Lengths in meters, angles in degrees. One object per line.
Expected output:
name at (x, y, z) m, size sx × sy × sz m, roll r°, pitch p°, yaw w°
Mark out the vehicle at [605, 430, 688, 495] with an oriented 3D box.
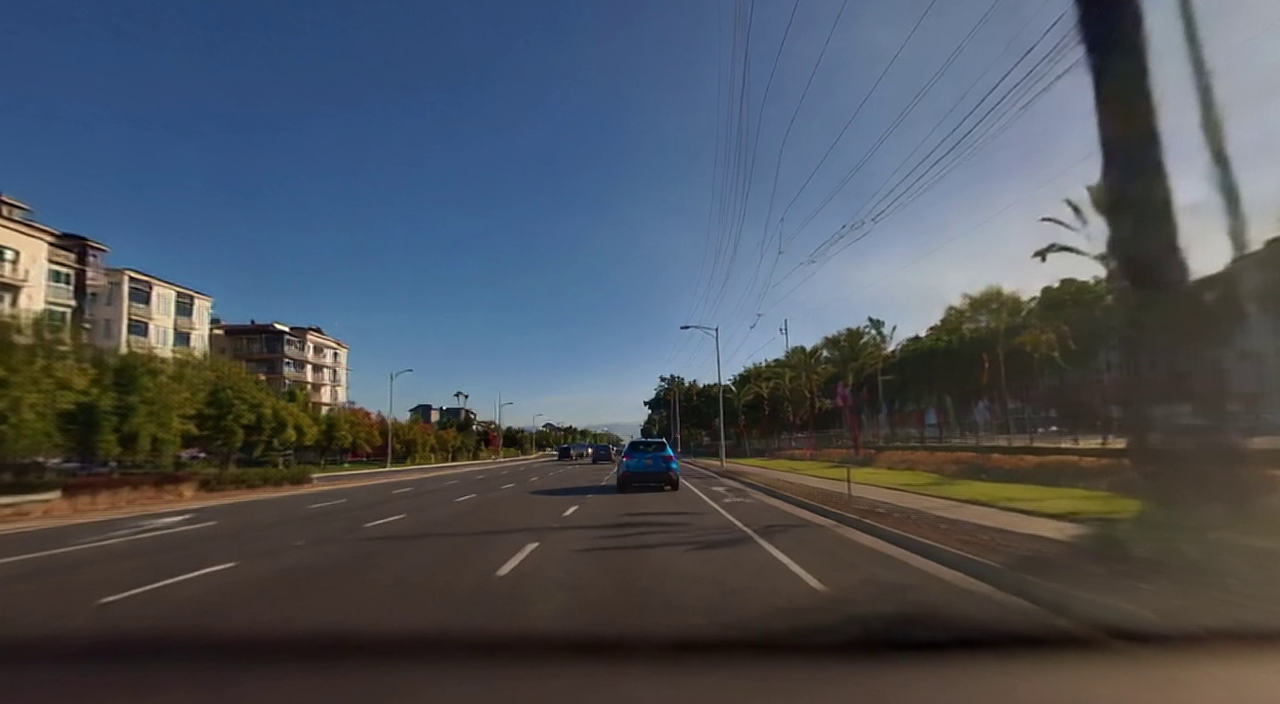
vehicle at (0.158, 3.267, 18.930) m, size 2.198 × 1.706 × 4.166 m, roll 0°, pitch -9°, yaw 0°
